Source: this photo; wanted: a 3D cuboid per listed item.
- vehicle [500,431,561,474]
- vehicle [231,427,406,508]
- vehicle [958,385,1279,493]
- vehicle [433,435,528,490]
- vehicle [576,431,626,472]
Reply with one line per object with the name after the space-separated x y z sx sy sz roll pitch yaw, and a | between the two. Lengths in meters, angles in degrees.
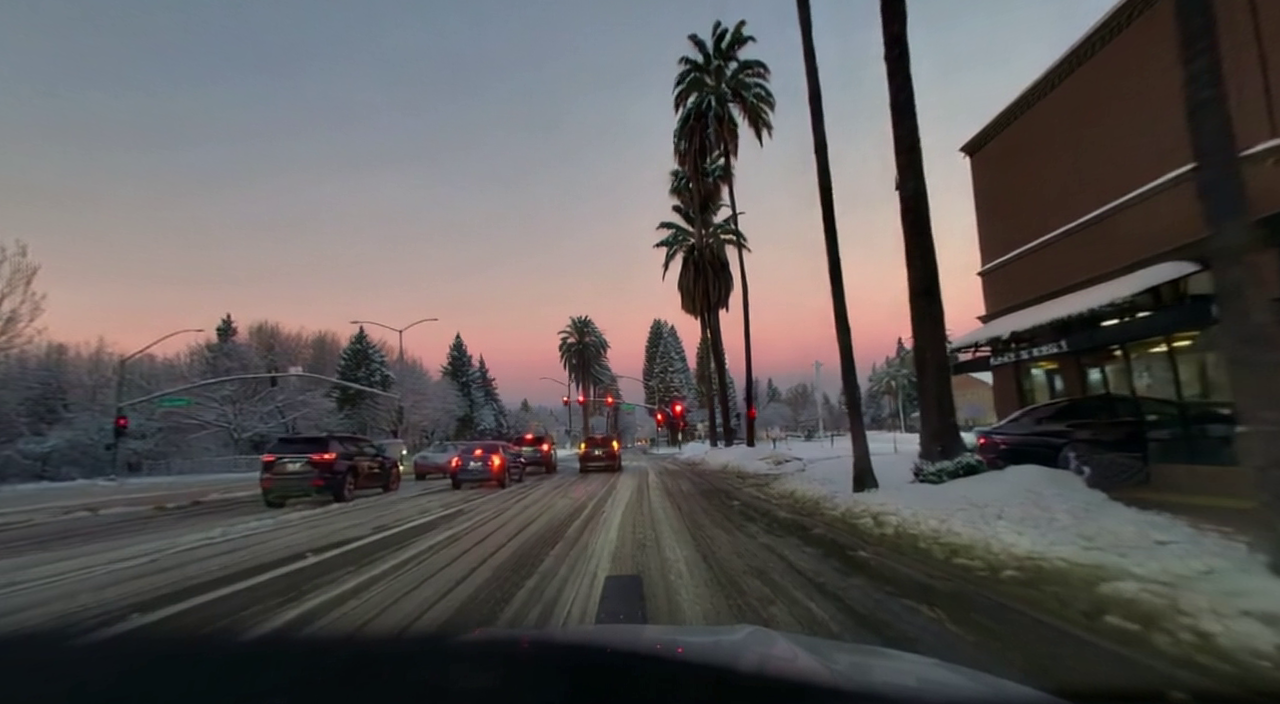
-5.091 4.789 30.161 2.025 1.862 4.804 0 -9 0 | vehicle
-8.470 3.097 17.349 2.178 1.864 5.005 0 -9 -1 | vehicle
9.504 1.768 12.882 4.774 1.975 2.245 0 -9 -2 | vehicle
-5.094 3.596 20.864 1.885 1.567 4.775 0 -9 0 | vehicle
-1.741 4.671 29.747 2.153 1.759 4.320 0 -9 -1 | vehicle
